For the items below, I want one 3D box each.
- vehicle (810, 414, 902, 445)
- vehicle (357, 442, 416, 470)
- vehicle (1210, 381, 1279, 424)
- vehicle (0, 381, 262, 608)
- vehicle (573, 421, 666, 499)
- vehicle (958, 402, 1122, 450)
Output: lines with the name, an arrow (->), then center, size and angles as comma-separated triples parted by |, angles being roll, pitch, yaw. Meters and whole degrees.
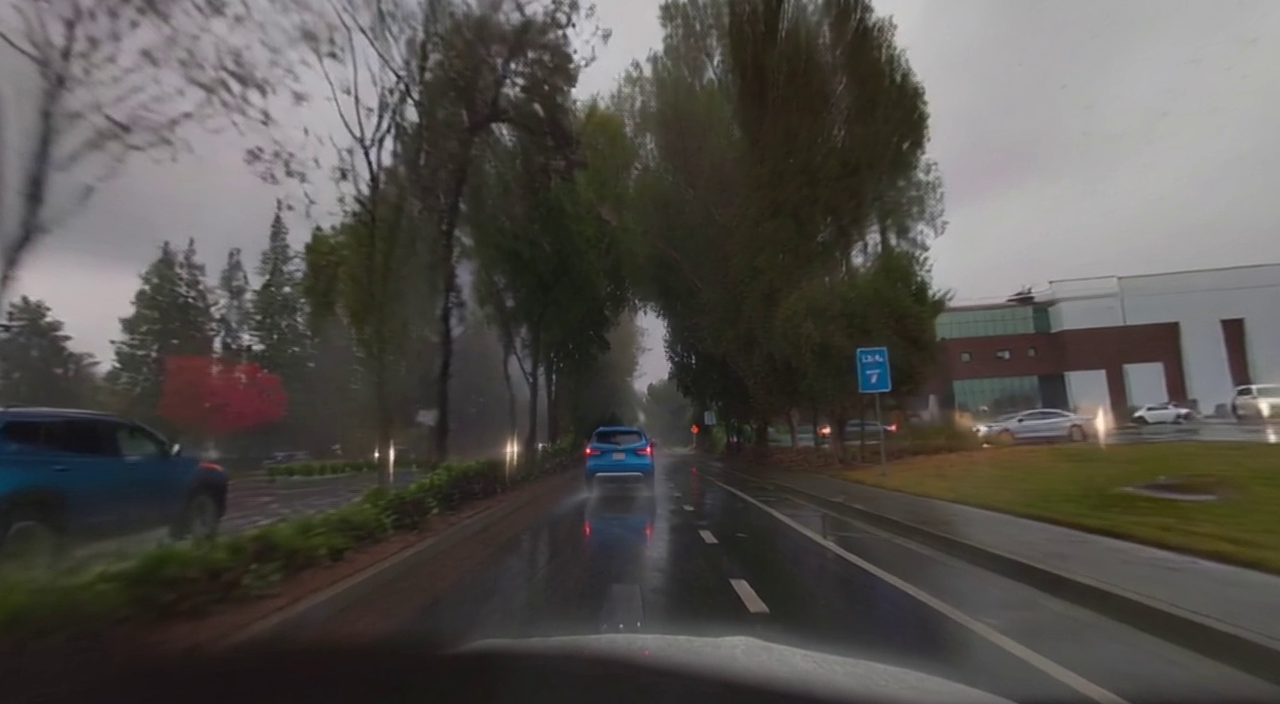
vehicle -> 13.141, 4.778, 38.678 | 4.873, 1.796, 1.990 | 0, -8, 1
vehicle -> -16.688, 6.828, 41.807 | 1.956, 1.753, 4.621 | 0, -8, 1
vehicle -> 26.948, 2.247, 27.608 | 1.895, 1.576, 4.434 | -5, -10, 28
vehicle -> -6.332, 1.359, 6.510 | 2.178, 1.819, 4.530 | 0, -8, -2
vehicle -> -0.490, 2.795, 16.686 | 2.131, 1.761, 4.242 | 0, -8, -1
vehicle -> 13.152, 2.486, 20.983 | 4.204, 1.486, 1.781 | 0, -8, 0
